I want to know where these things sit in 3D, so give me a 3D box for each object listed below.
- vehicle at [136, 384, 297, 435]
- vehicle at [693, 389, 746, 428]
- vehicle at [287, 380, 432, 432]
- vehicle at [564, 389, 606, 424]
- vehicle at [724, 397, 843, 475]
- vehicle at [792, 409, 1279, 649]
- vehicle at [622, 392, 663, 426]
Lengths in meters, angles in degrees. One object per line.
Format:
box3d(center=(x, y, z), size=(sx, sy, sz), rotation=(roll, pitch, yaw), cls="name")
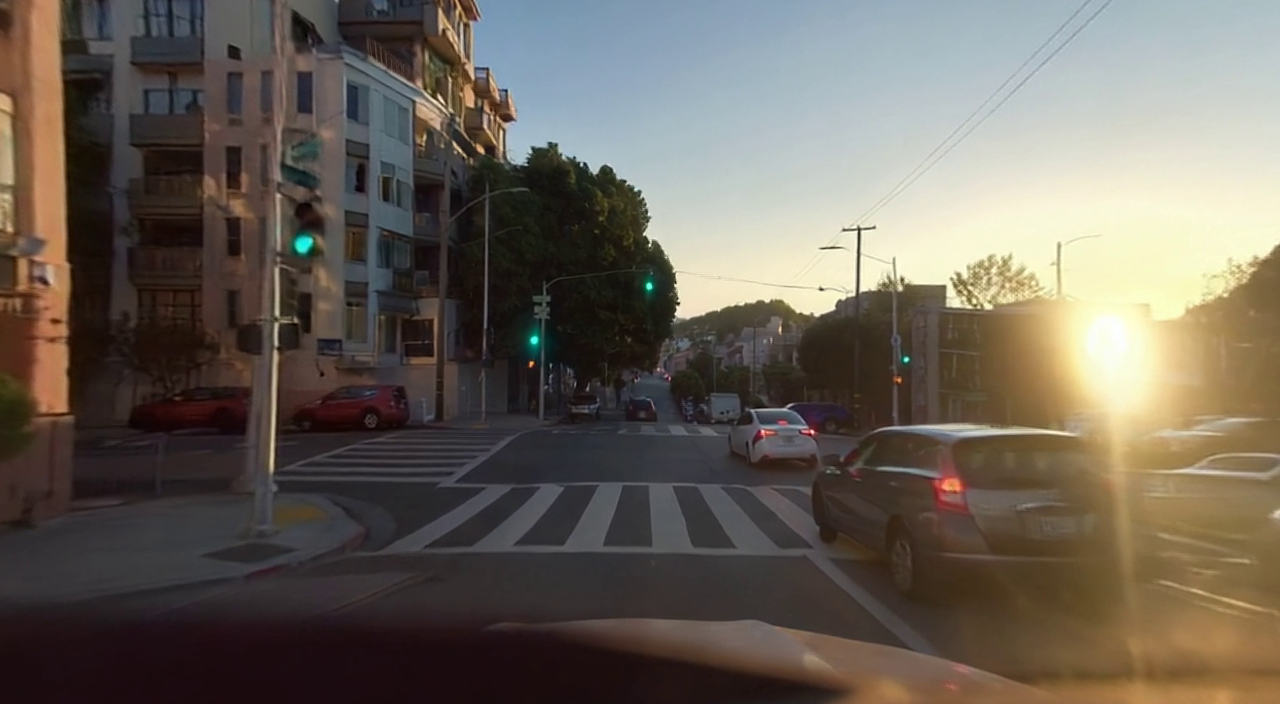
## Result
box3d(center=(-15.587, 2.158, 23.366), size=(4.571, 1.758, 1.930), rotation=(0, -8, 2), cls="vehicle")
box3d(center=(3.854, 2.873, 31.248), size=(2.093, 1.655, 4.327), rotation=(0, -8, 1), cls="vehicle")
box3d(center=(-10.204, 2.021, 23.220), size=(4.304, 1.755, 2.083), rotation=(0, -8, 1), cls="vehicle")
box3d(center=(-2.724, 2.805, 31.867), size=(1.878, 1.521, 3.697), rotation=(0, -8, -1), cls="vehicle")
box3d(center=(3.308, 1.918, 15.358), size=(1.970, 1.490, 4.016), rotation=(0, -2, 0), cls="vehicle")
box3d(center=(3.100, 1.425, 6.243), size=(2.055, 1.450, 4.676), rotation=(0, -8, 0), cls="vehicle")
box3d(center=(0.163, 2.910, 31.583), size=(1.923, 1.460, 3.923), rotation=(0, -8, 1), cls="vehicle")
